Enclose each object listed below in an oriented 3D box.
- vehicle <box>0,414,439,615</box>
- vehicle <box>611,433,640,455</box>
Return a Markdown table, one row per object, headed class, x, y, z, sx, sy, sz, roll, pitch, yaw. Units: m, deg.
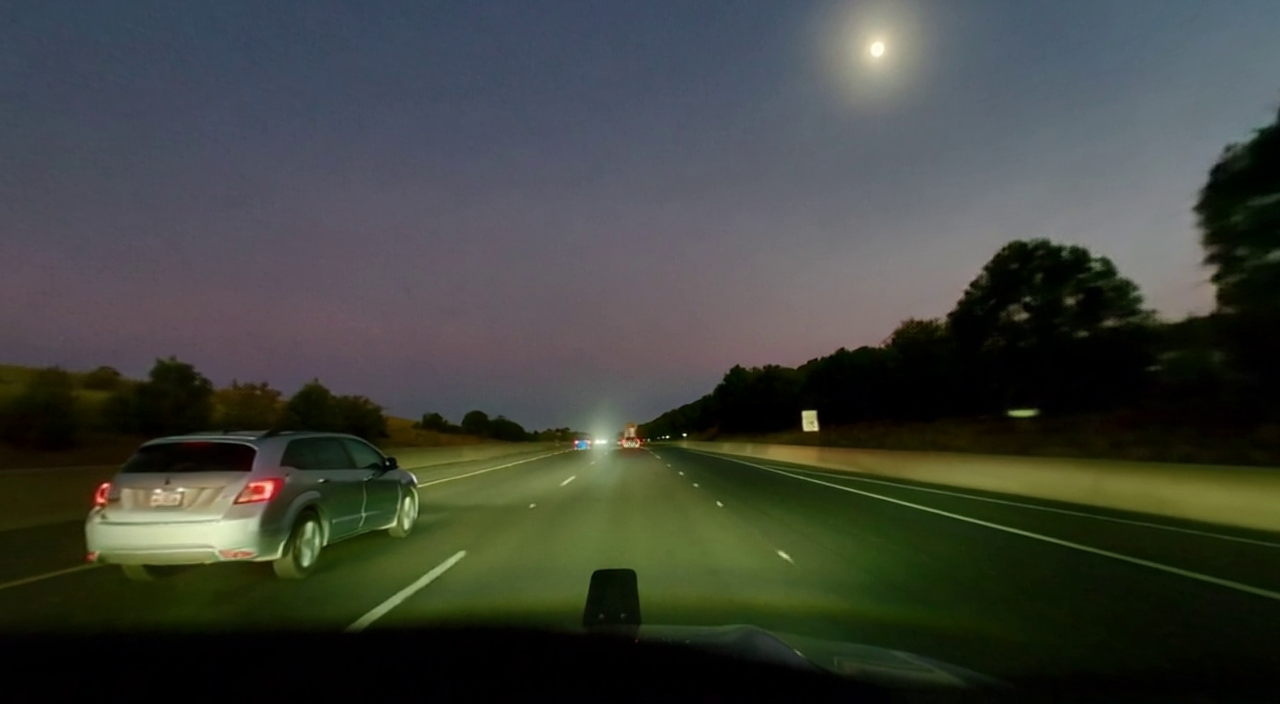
| class | x | y | z | sx | sy | sz | roll | pitch | yaw |
| --- | --- | --- | --- | --- | --- | --- | --- | --- | --- |
| vehicle | -3.803 | 1.489 | 6.809 | 1.931 | 1.483 | 4.105 | 0 | -8 | -1 |
| vehicle | -1.068 | 7.119 | 48.870 | 2.162 | 1.616 | 4.242 | 0 | -8 | 0 |
